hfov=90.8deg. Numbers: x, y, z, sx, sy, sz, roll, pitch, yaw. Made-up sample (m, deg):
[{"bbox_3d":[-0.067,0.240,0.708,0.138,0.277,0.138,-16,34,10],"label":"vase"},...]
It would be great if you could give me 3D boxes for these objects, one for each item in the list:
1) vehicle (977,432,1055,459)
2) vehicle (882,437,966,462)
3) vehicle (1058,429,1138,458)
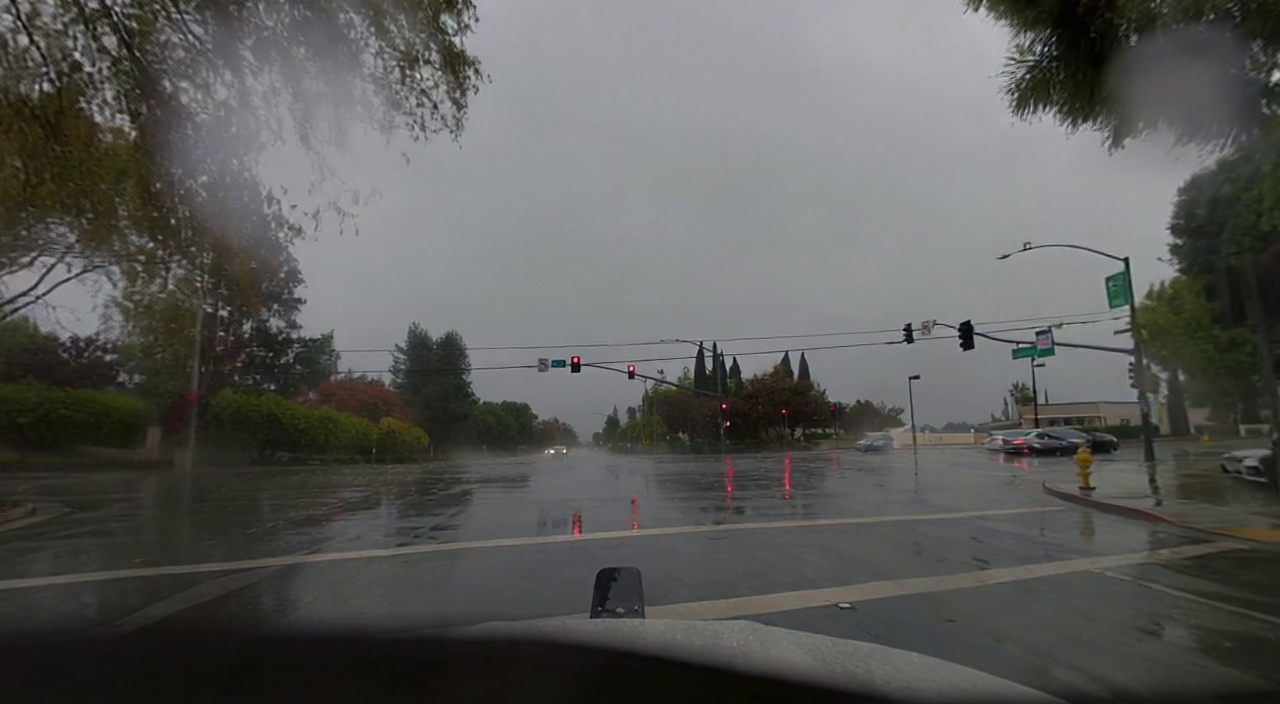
[{"bbox_3d":[26.955,6.729,45.262,5.032,1.828,2.183,4,-9,-24],"label":"vehicle"},{"bbox_3d":[18.707,6.425,41.620,5.234,1.549,1.982,4,-9,-24],"label":"vehicle"},{"bbox_3d":[36.097,7.205,49.735,6.148,2.119,2.473,4,-10,-28],"label":"vehicle"}]
